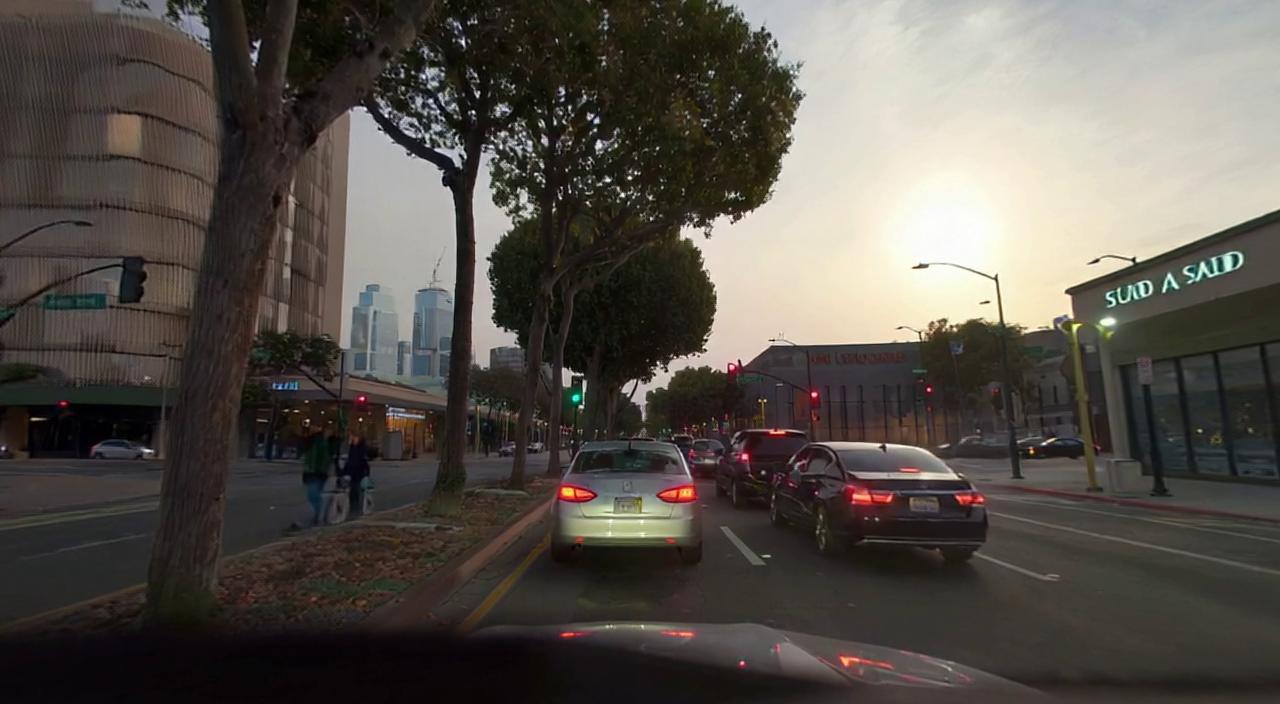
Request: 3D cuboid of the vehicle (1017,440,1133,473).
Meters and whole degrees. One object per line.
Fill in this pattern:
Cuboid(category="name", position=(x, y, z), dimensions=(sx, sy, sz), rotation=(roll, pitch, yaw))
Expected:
Cuboid(category="vehicle", position=(22.947, 5.548, 33.409), dimensions=(4.610, 1.622, 1.934), rotation=(-1, -8, 4))

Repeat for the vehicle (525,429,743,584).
Cuboid(category="vehicle", position=(-0.094, 1.791, 8.180), dimensions=(2.087, 1.456, 4.143), rotation=(0, -8, -1))

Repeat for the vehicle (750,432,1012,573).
Cuboid(category="vehicle", position=(2.906, 1.894, 8.780), dimensions=(1.893, 1.446, 4.270), rotation=(0, -8, -1))
